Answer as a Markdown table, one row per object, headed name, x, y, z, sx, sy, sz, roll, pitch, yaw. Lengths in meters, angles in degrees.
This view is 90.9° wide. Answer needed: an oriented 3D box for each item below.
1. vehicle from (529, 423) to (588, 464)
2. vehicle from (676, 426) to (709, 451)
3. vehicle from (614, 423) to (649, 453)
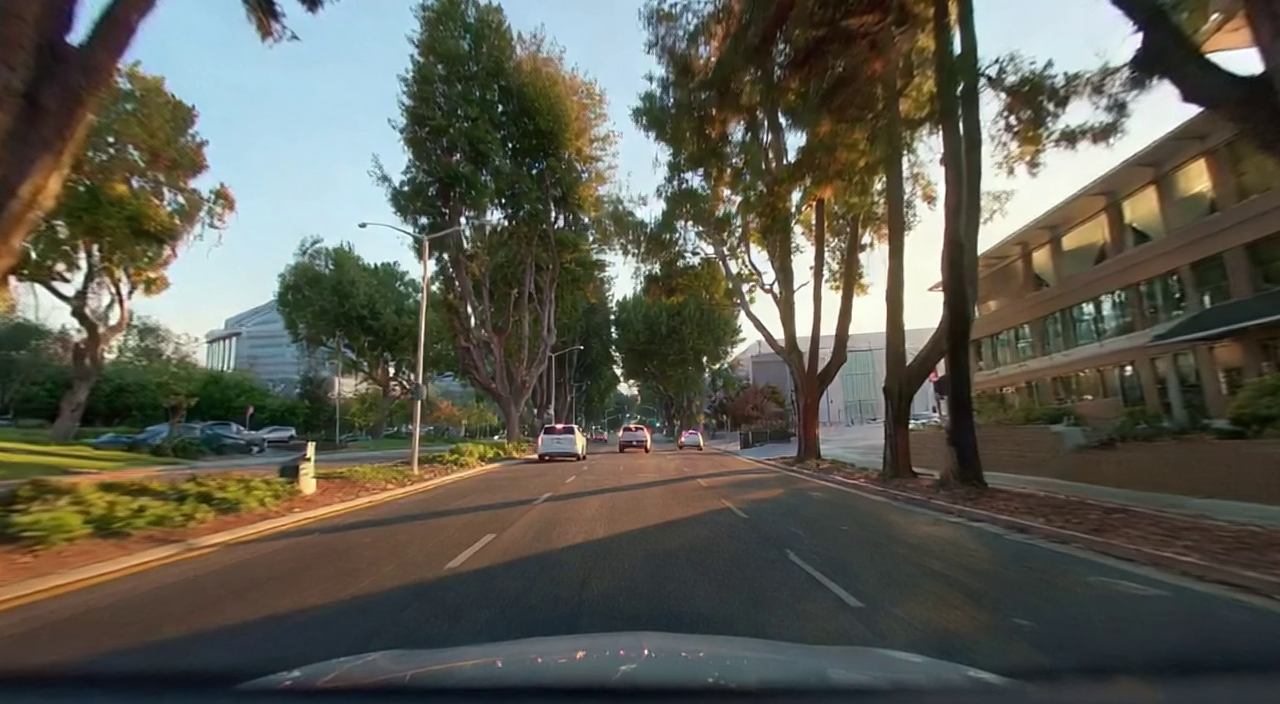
| name | x | y | z | sx | sy | sz | roll | pitch | yaw |
| --- | --- | --- | --- | --- | --- | --- | --- | --- | --- |
| vehicle | -3.563 | 4.138 | 28.483 | 2.047 | 1.710 | 4.314 | 0 | -8 | 0 |
| vehicle | 3.516 | 5.902 | 42.835 | 1.847 | 1.554 | 4.052 | 0 | -8 | -2 |
| vehicle | -0.494 | 5.240 | 38.144 | 2.022 | 1.700 | 4.084 | 0 | -8 | -1 |
